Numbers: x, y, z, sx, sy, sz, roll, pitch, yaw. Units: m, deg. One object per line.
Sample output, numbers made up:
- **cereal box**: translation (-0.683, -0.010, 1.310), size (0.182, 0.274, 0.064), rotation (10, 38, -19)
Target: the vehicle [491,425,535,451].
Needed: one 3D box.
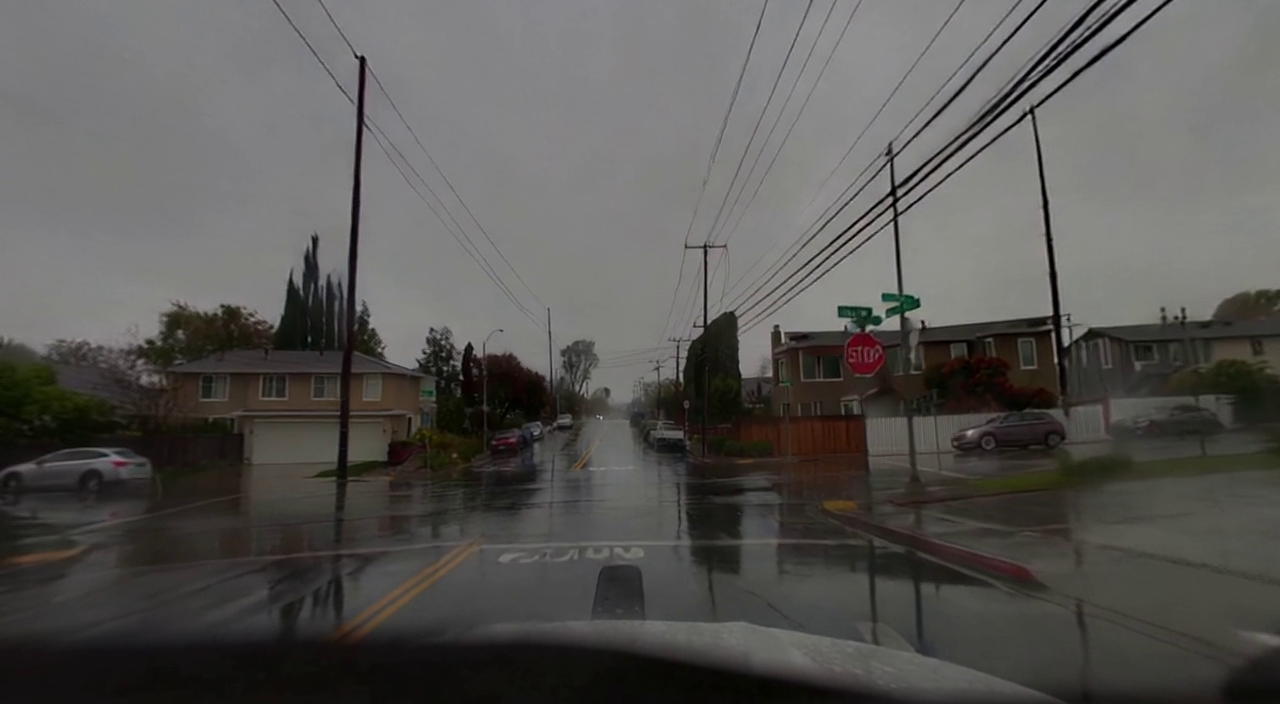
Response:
- **vehicle**: translation (-8.334, 5.732, 41.897), size (2.065, 1.553, 4.636), rotation (0, -8, -1)

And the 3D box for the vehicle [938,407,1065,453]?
- **vehicle**: translation (17.185, 3.739, 30.156), size (4.985, 2.088, 2.141), rotation (2, -9, -12)

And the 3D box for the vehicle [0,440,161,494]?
- **vehicle**: translation (-19.719, 3.978, 22.066), size (4.181, 1.742, 1.945), rotation (1, -9, -11)

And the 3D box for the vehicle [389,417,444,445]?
- **vehicle**: translation (-14.345, 5.168, 40.836), size (1.992, 1.678, 4.658), rotation (0, -8, -3)

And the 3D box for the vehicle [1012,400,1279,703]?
- **vehicle**: translation (3.030, 0.715, 0.751), size (2.038, 1.473, 4.842), rotation (0, -8, -3)

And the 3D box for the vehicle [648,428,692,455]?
- **vehicle**: translation (1.731, 5.351, 37.721), size (2.120, 1.487, 4.360), rotation (0, -8, -4)
